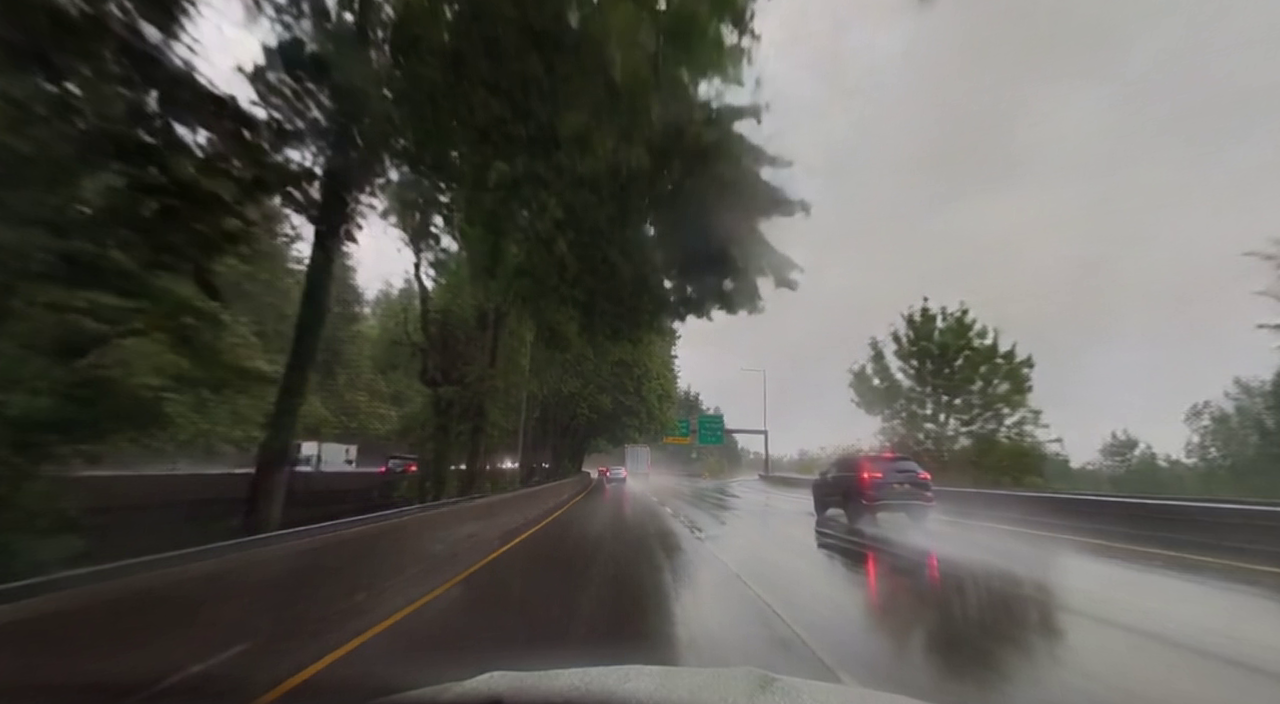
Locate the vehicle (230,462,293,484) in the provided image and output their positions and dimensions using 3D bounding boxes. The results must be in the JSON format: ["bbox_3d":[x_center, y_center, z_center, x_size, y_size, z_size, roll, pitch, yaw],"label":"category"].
[{"bbox_3d":[-27.453,8.802,45.850,1.882,1.504,4.527,1,-10,-3],"label":"vehicle"}]

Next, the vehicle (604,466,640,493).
[{"bbox_3d":[-1.103,7.560,37.521,1.987,1.467,3.903,1,-10,-2],"label":"vehicle"}]

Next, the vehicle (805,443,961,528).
[{"bbox_3d":[5.829,3.293,15.870,1.998,1.776,4.663,1,-10,-1],"label":"vehicle"}]

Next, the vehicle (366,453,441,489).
[{"bbox_3d":[-11.784,5.987,31.787,1.952,1.618,4.859,1,-10,-1],"label":"vehicle"}]
